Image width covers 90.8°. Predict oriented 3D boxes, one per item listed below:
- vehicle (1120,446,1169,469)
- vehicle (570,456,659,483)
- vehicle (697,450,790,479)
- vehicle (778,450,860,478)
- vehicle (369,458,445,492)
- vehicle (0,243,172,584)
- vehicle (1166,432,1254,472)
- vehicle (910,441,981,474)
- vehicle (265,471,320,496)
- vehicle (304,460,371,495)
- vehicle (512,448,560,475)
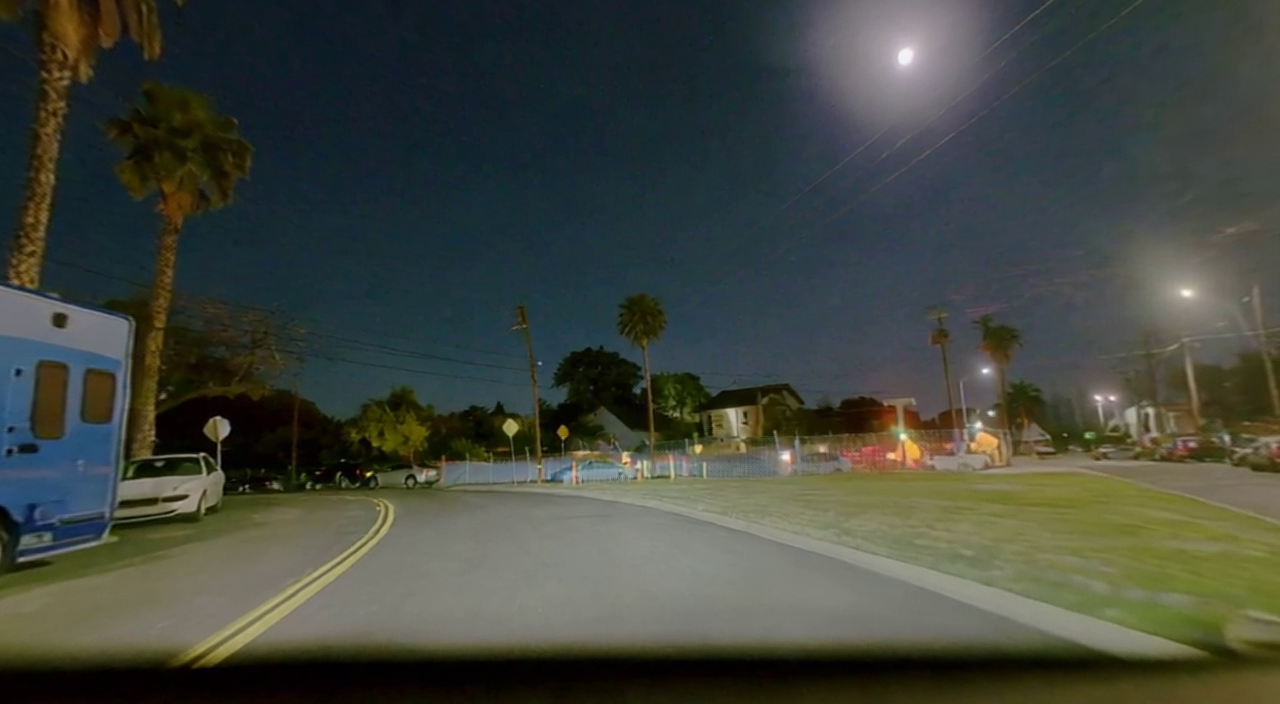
[{"bbox_3d":[38.308,7.994,48.063,1.912,1.455,4.268,-4,-6,25],"label":"vehicle"},{"bbox_3d":[-1.430,6.750,36.425,4.966,1.377,1.739,-1,-6,4],"label":"vehicle"},{"bbox_3d":[5.980,6.476,36.601,4.952,1.472,1.837,1,-6,-10],"label":"vehicle"},{"bbox_3d":[10.751,6.688,37.943,4.461,1.417,1.781,1,-6,-18],"label":"vehicle"},{"bbox_3d":[-14.643,7.688,39.695,4.586,1.784,1.890,-4,-6,27],"label":"vehicle"},{"bbox_3d":[-8.202,0.415,4.128,3.216,3.720,11.364,0,-6,-9],"label":"vehicle"},{"bbox_3d":[33.240,5.783,37.031,2.094,1.992,4.941,-4,-6,22],"label":"vehicle"},{"bbox_3d":[20.893,7.144,43.148,4.994,1.898,2.267,3,-7,-38],"label":"vehicle"},{"bbox_3d":[-25.908,9.746,47.058,4.075,1.482,1.789,-5,-7,32],"label":"vehicle"},{"bbox_3d":[-20.996,8.631,43.756,4.844,1.974,2.092,-5,-7,36],"label":"vehicle"},{"bbox_3d":[-7.920,8.368,48.535,2.164,1.764,4.492,-2,-6,11],"label":"vehicle"}]
